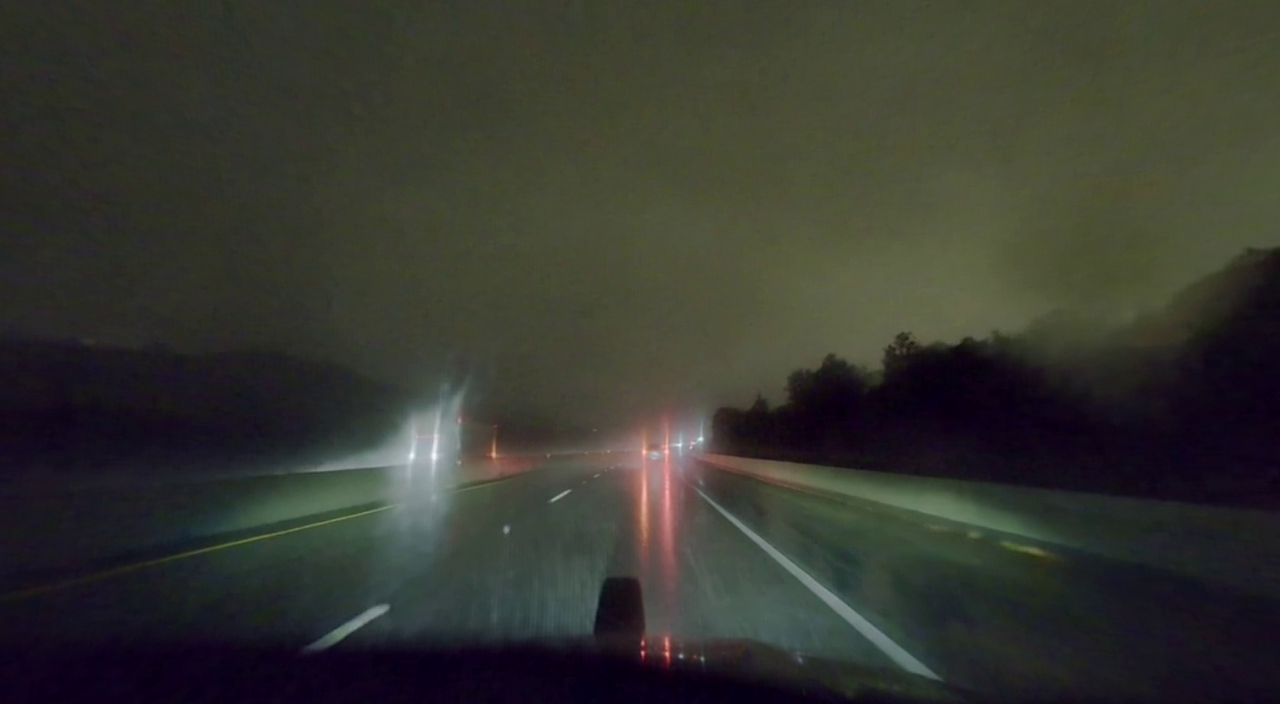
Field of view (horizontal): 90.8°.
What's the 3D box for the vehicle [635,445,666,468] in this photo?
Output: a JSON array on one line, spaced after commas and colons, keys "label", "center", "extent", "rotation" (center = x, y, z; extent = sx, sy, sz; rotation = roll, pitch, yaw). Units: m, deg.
[{"label": "vehicle", "center": [0.797, 7.864, 47.566], "extent": [2.221, 1.603, 4.149], "rotation": [0, -9, 1]}]
